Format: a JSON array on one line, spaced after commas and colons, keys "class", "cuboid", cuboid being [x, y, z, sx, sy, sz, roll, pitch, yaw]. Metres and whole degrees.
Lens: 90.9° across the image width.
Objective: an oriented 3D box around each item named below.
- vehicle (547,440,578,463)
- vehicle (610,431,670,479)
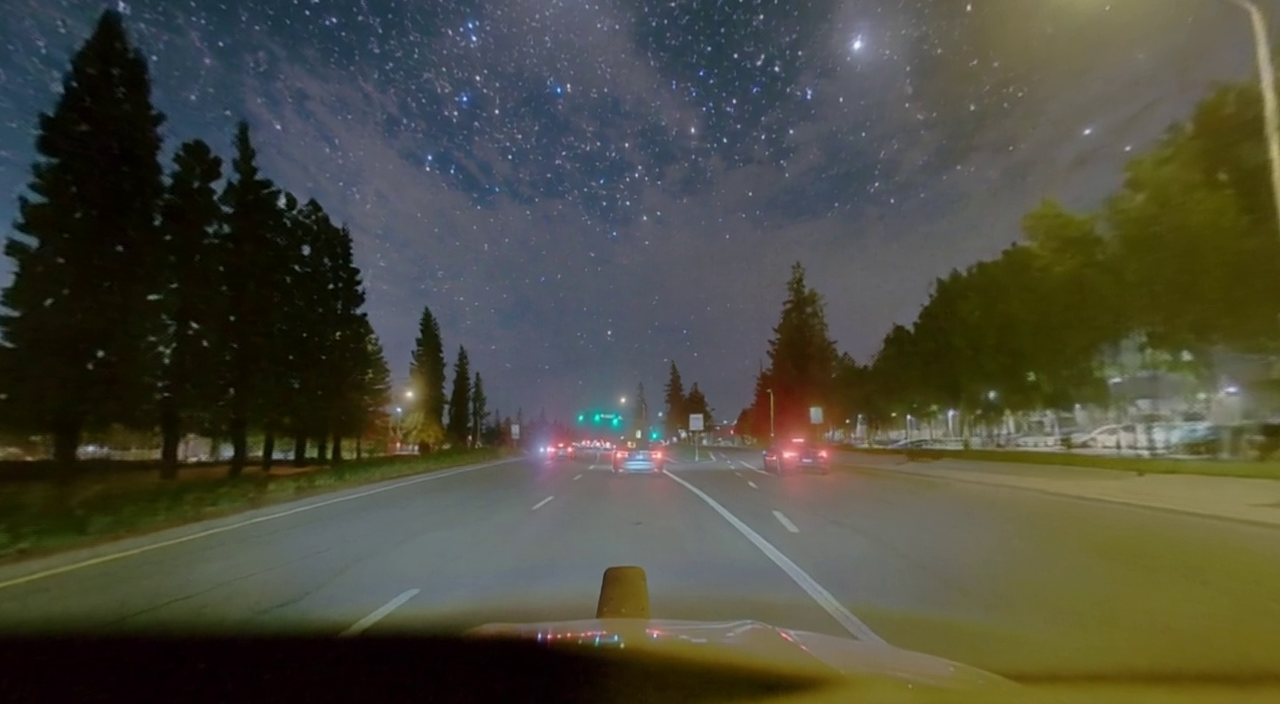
[{"class": "vehicle", "cuboid": [-5.473, 7.068, 44.901, 1.950, 1.563, 3.727, 0, -9, -3]}, {"class": "vehicle", "cuboid": [-0.046, 3.960, 24.372, 2.135, 1.691, 3.884, 0, -9, -1]}]
